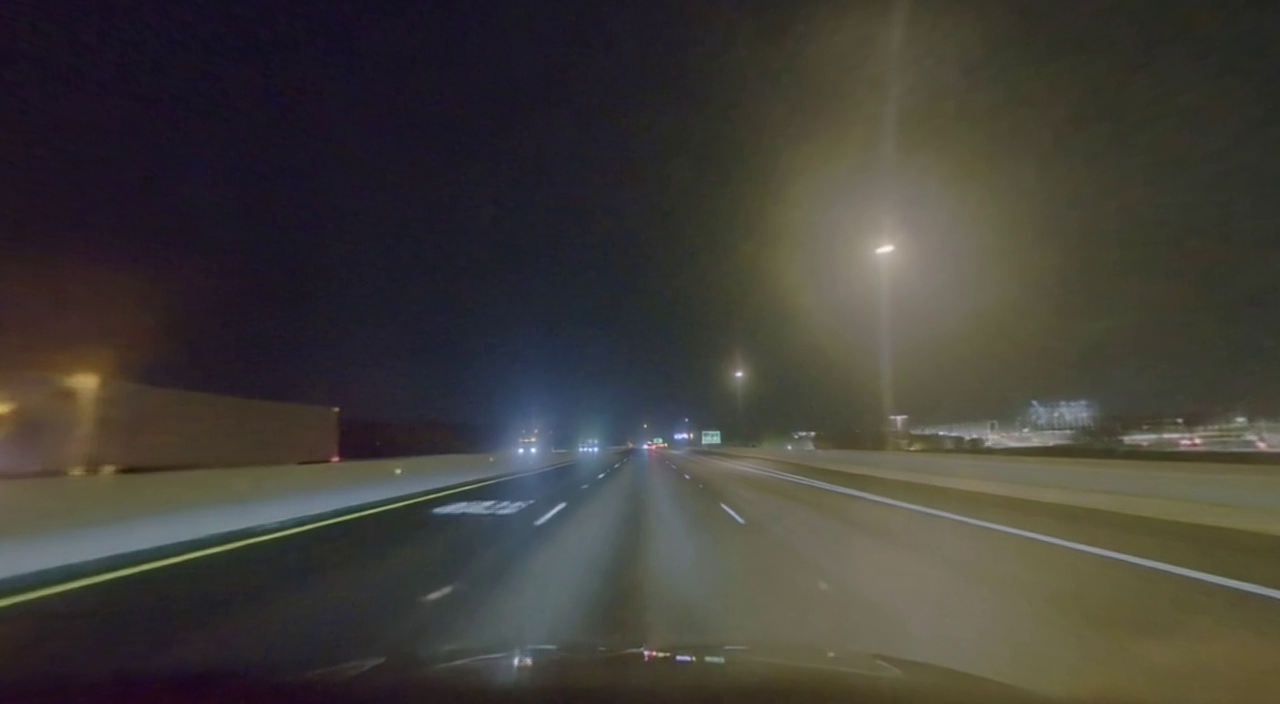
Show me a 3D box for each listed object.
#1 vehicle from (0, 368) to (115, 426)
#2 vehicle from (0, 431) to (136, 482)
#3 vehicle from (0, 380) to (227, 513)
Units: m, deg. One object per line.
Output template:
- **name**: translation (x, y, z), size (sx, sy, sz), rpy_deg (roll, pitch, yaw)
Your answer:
- **vehicle**: translation (-20.558, 1.586, 20.985), size (2.010, 1.679, 4.548), rpy_deg (0, -8, 1)
- **vehicle**: translation (-20.532, 3.625, 22.146), size (2.015, 1.587, 4.092), rpy_deg (0, -8, 0)
- **vehicle**: translation (-20.516, 3.415, 23.106), size (3.124, 3.932, 10.785), rpy_deg (0, -8, 1)
